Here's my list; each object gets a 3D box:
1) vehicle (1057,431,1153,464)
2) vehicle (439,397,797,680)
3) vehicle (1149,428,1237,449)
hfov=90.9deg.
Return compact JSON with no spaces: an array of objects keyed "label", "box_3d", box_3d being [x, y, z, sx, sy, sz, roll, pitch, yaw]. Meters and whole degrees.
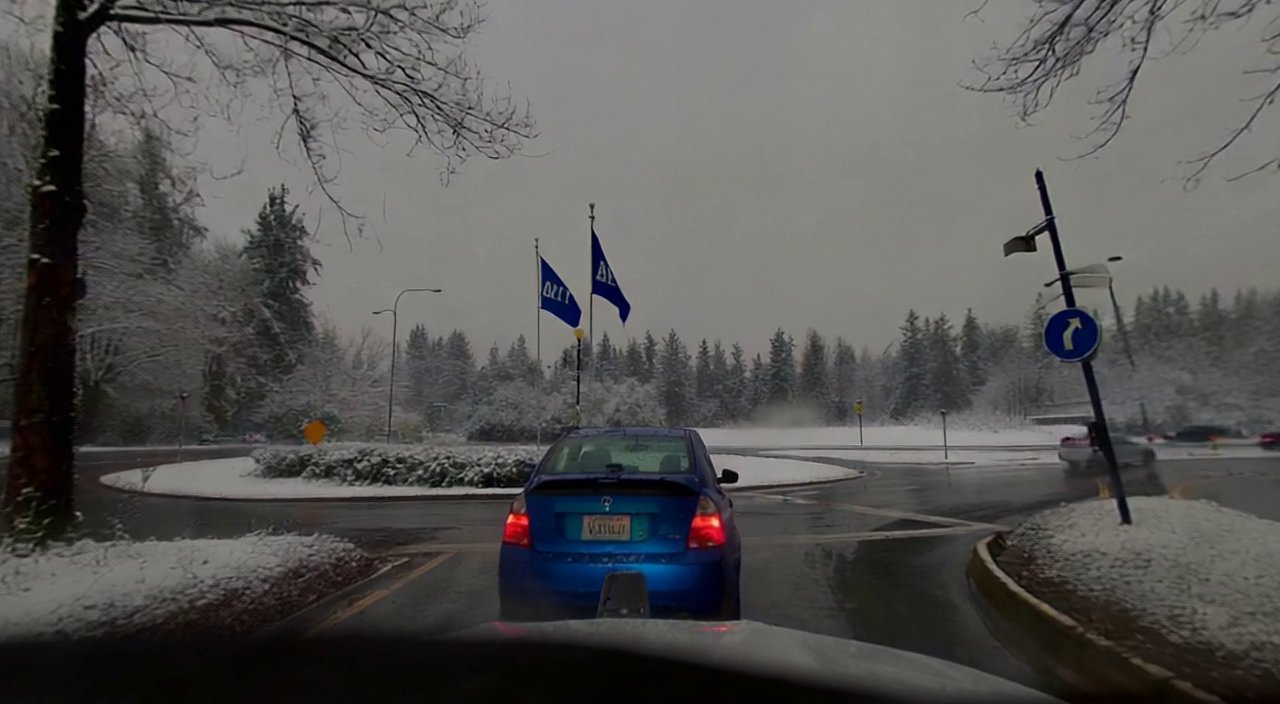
[{"label":"vehicle","box_3d":[25.058,5.154,33.949,4.485,1.691,2.132,4,-10,-25]},{"label":"vehicle","box_3d":[-0.017,1.396,5.741,2.078,1.607,4.010,-1,-9,4]},{"label":"vehicle","box_3d":[42.066,6.584,48.034,4.652,1.498,1.783,-2,-9,11]}]
